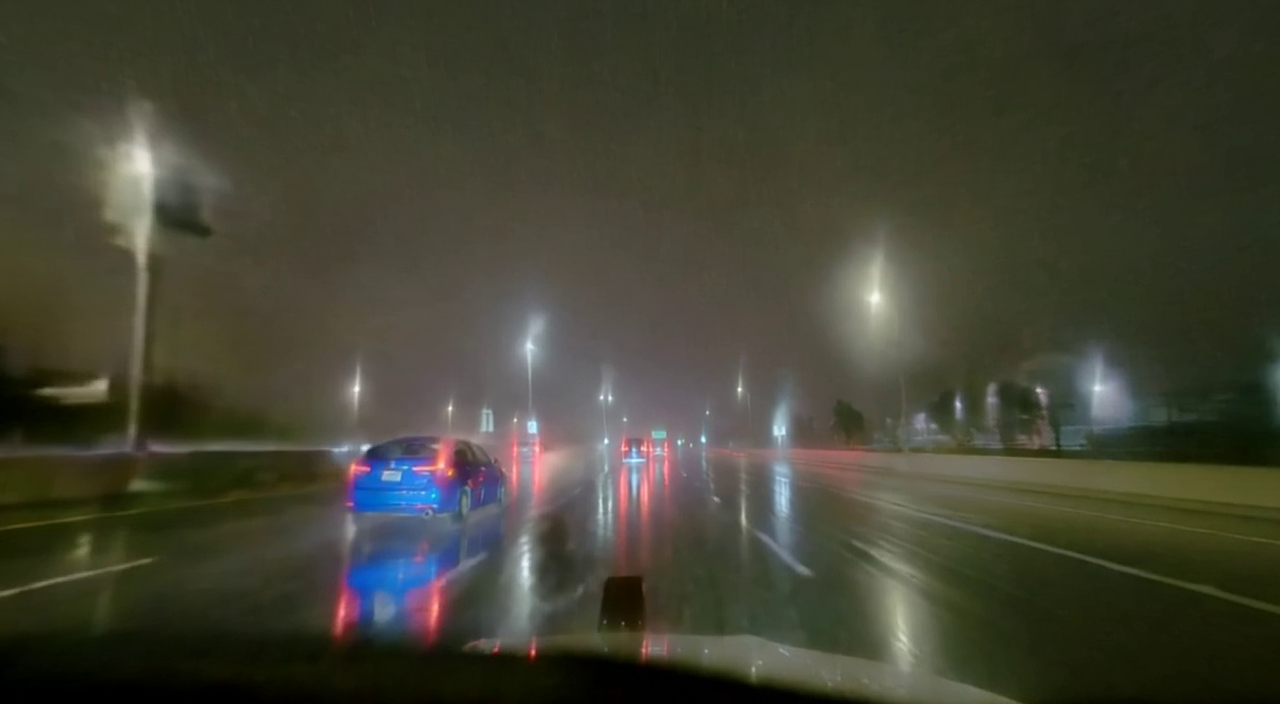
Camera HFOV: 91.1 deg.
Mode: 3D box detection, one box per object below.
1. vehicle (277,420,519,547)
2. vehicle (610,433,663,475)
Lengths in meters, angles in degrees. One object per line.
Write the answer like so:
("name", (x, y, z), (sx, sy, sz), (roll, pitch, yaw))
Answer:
("vehicle", (-3.548, 2.025, 10.389), (2.124, 1.607, 4.531), (0, -8, 1))
("vehicle", (-0.109, 4.475, 27.765), (2.155, 1.690, 4.318), (0, -8, 1))
